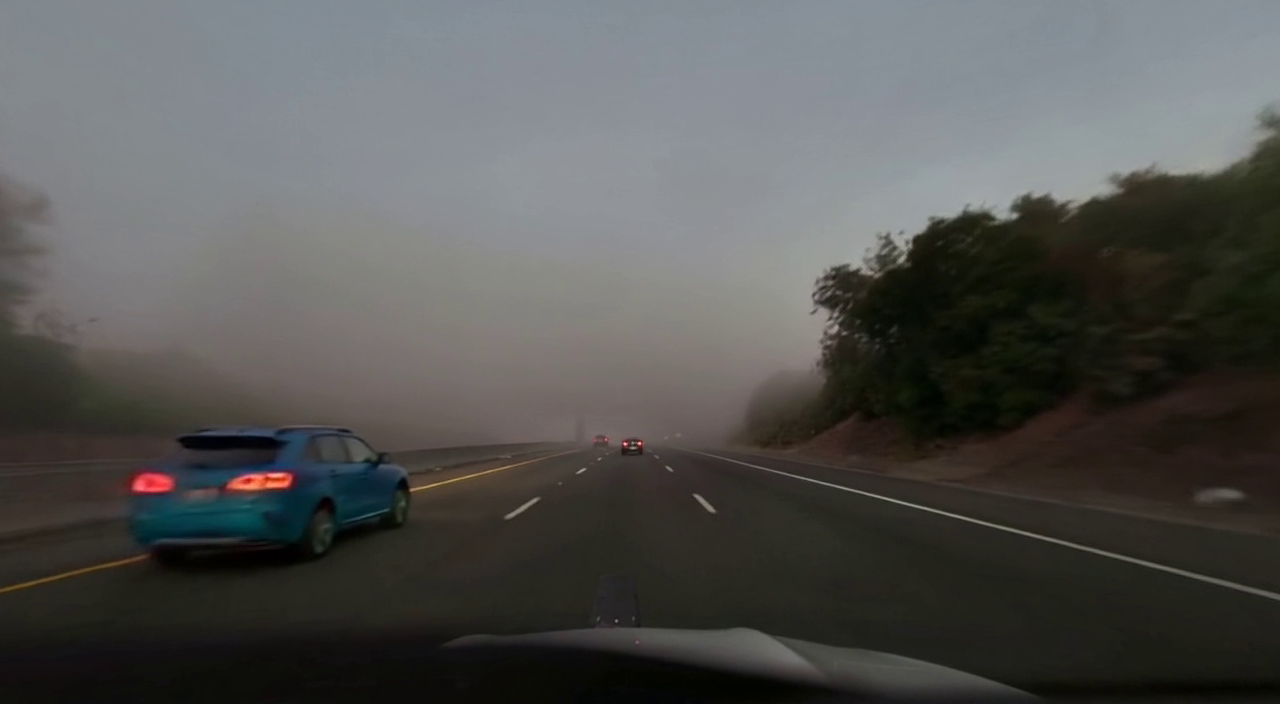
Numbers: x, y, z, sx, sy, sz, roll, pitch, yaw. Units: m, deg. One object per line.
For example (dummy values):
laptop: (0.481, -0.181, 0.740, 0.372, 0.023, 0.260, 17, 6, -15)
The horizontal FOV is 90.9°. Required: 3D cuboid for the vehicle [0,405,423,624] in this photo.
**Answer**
vehicle: (-4.128, 1.458, 6.753, 2.074, 1.535, 4.437, 0, -8, -1)
